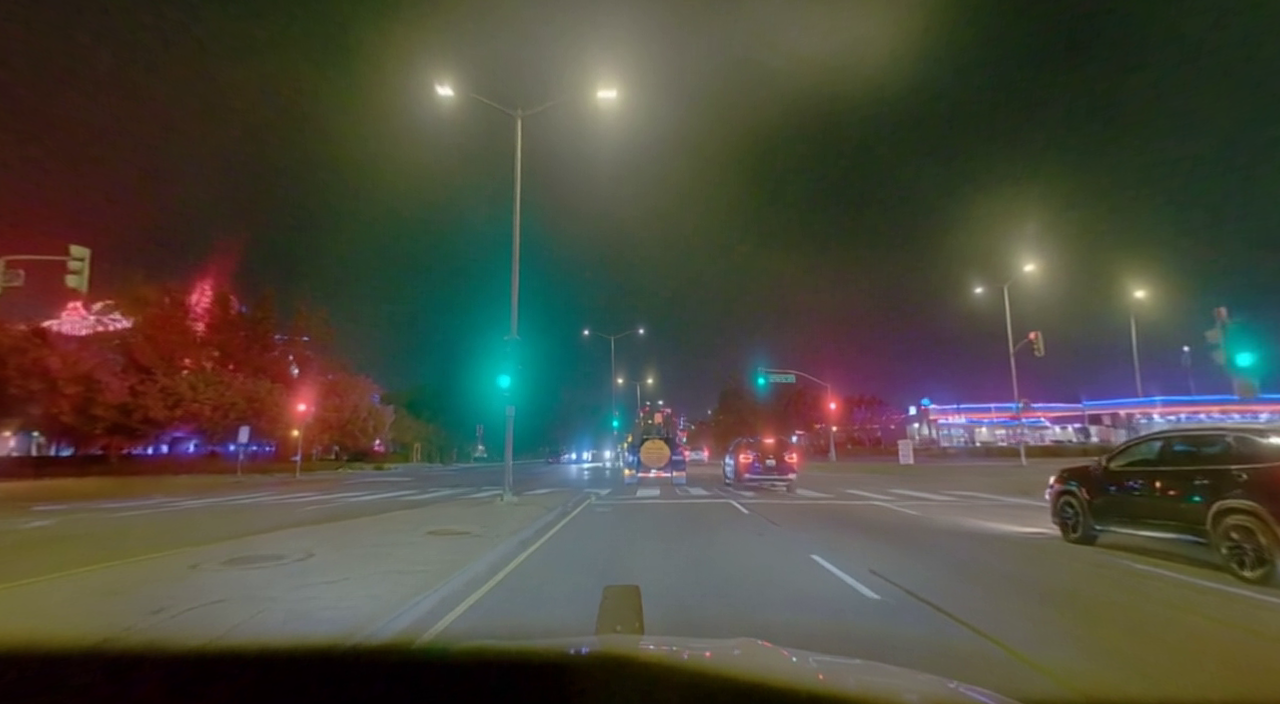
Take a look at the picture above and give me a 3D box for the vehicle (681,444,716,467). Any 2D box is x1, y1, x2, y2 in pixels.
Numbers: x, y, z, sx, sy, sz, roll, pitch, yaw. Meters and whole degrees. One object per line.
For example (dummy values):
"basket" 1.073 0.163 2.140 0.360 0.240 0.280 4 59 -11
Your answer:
"vehicle" 3.976 7.129 43.499 1.967 1.515 4.378 0 -8 -1

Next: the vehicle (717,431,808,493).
"vehicle" 3.764 3.472 20.210 2.025 1.754 4.311 0 -8 0

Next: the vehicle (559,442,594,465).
"vehicle" -4.372 7.077 43.918 2.001 1.518 4.316 0 -8 -1

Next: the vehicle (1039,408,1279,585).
"vehicle" 7.167 1.596 7.436 1.982 1.698 4.408 0 -8 0

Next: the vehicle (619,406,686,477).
"vehicle" 0.457 3.456 24.312 2.370 2.518 3.858 0 -8 1
